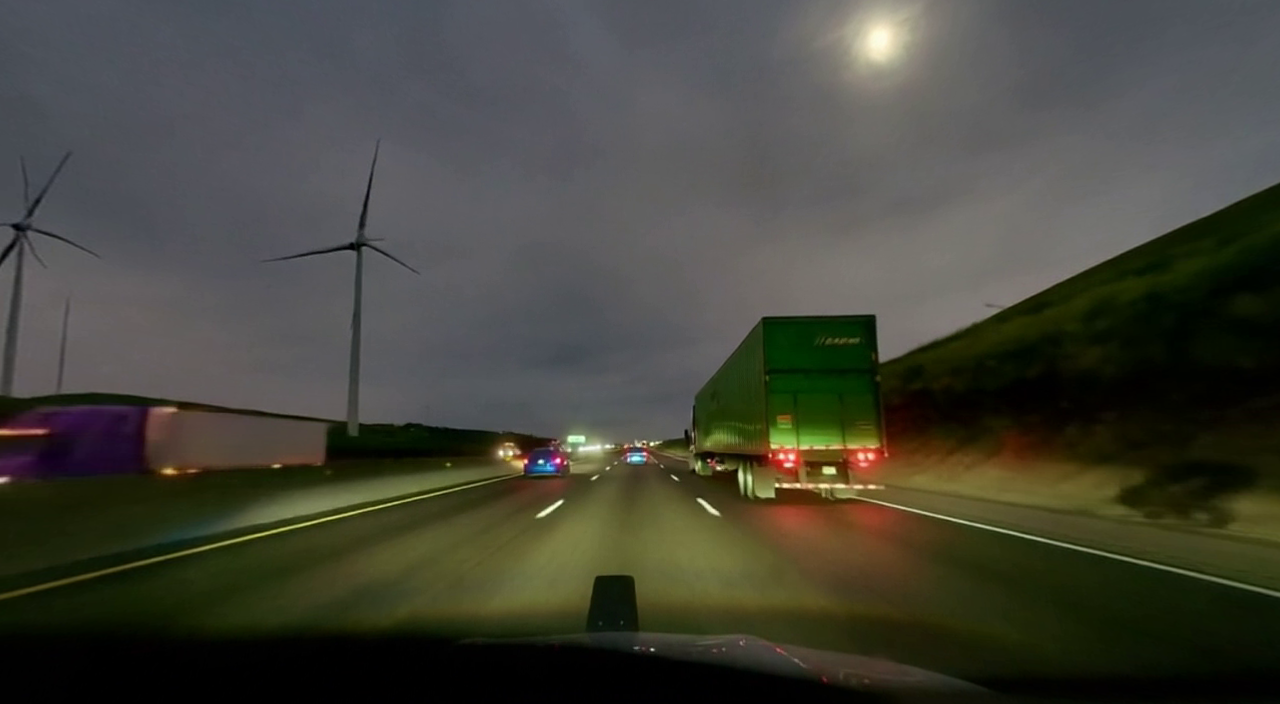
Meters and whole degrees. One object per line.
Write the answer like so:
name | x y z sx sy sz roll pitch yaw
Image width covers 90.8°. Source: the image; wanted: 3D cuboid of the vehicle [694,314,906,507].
vehicle | 3.857 2.197 19.782 2.947 3.989 13.568 0 -9 -1

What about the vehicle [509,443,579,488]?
vehicle | -3.515 4.230 23.813 1.952 1.521 4.095 0 -9 0

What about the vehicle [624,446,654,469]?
vehicle | -0.074 7.089 42.510 1.931 1.453 3.695 0 -9 -1

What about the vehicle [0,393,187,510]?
vehicle | -19.329 3.218 20.495 2.910 3.234 8.361 0 -9 0
